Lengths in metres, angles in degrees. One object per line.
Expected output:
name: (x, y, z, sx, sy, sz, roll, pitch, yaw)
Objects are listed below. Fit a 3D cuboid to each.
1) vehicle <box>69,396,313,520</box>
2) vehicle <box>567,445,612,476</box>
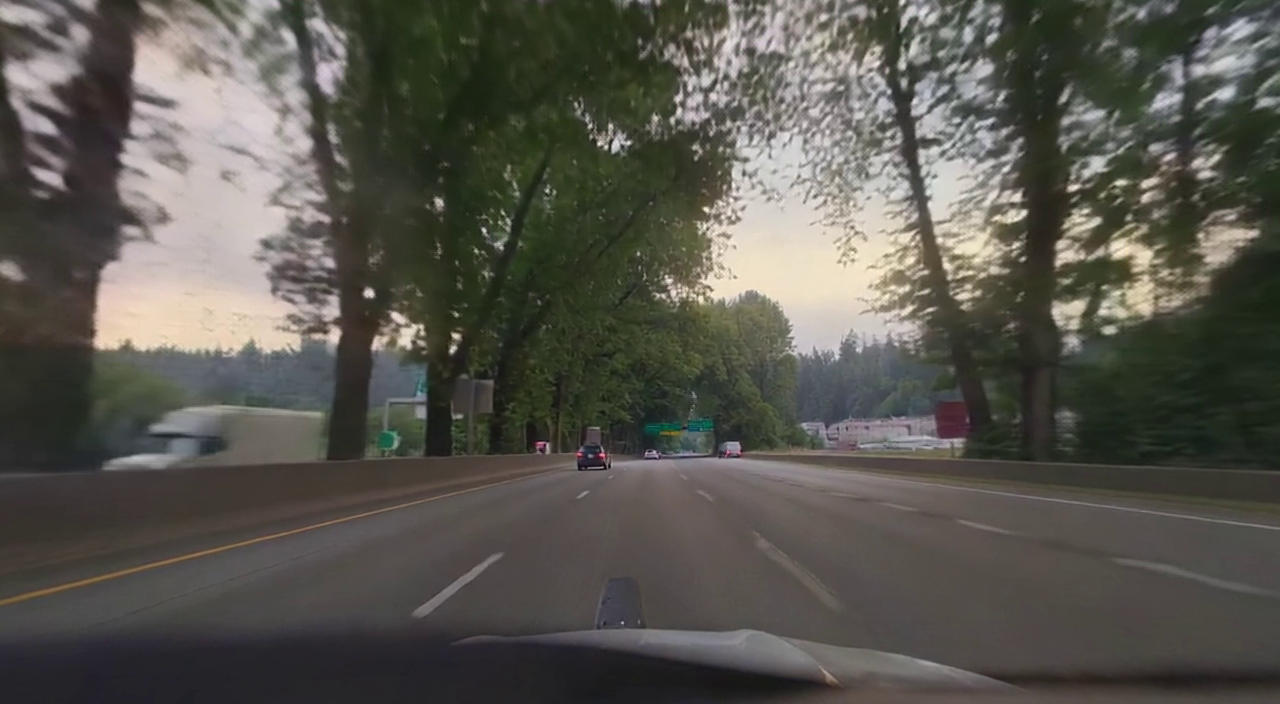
vehicle: (-14.123, 3.442, 20.838, 2.450, 3.334, 7.290, 0, -9, 1)
vehicle: (-2.820, 6.164, 36.077, 2.086, 1.650, 4.122, -1, -9, 2)
